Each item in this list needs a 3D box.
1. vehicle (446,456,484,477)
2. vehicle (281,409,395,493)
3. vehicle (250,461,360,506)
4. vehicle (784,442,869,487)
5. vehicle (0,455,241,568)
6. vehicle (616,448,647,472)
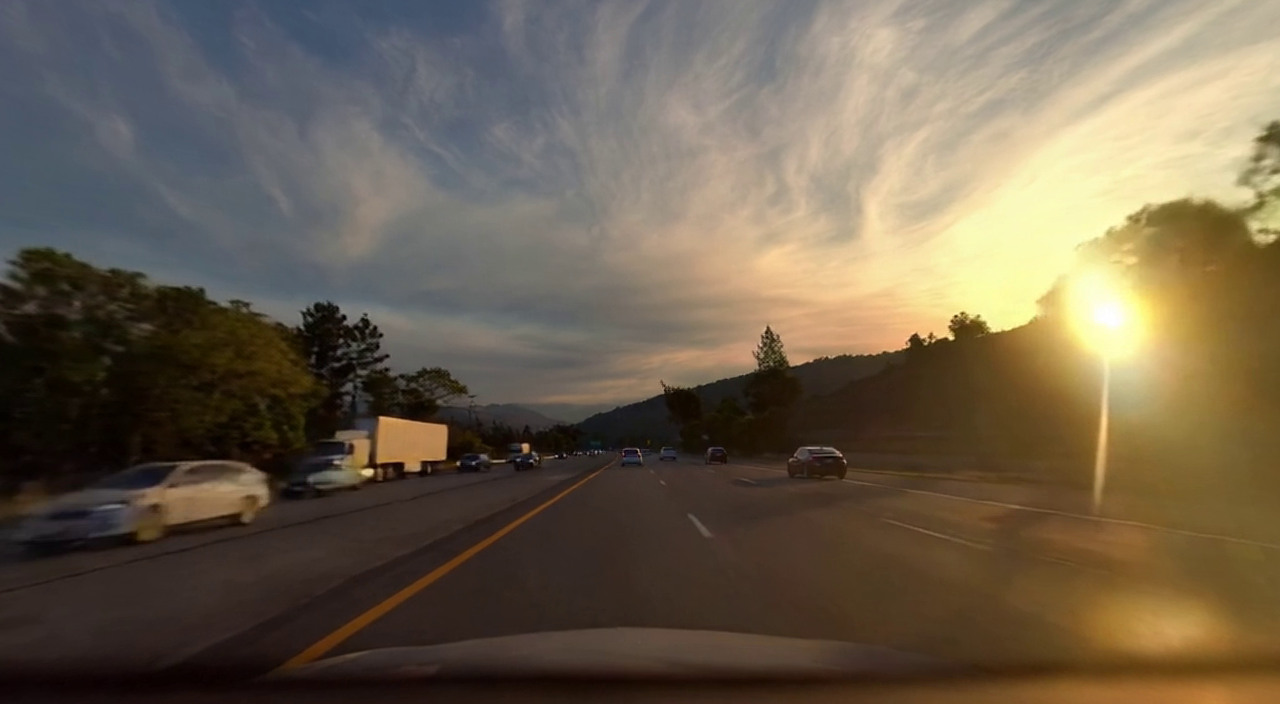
[{"bbox_3d":[-13.632,8.940,49.351,1.807,1.535,4.105,0,-9,0],"label":"vehicle"},{"bbox_3d":[-16.862,5.623,35.867,3.339,4.325,5.934,0,-9,0],"label":"vehicle"},{"bbox_3d":[-12.930,5.071,24.740,1.841,1.485,4.485,0,-9,0],"label":"vehicle"},{"bbox_3d":[6.938,4.218,23.924,1.903,1.566,3.866,0,-9,-2],"label":"vehicle"},{"bbox_3d":[-9.009,2.551,10.766,1.857,1.511,3.838,0,-9,0],"label":"vehicle"},{"bbox_3d":[-0.574,7.336,43.061,2.021,1.507,4.272,0,-9,0],"label":"vehicle"}]
